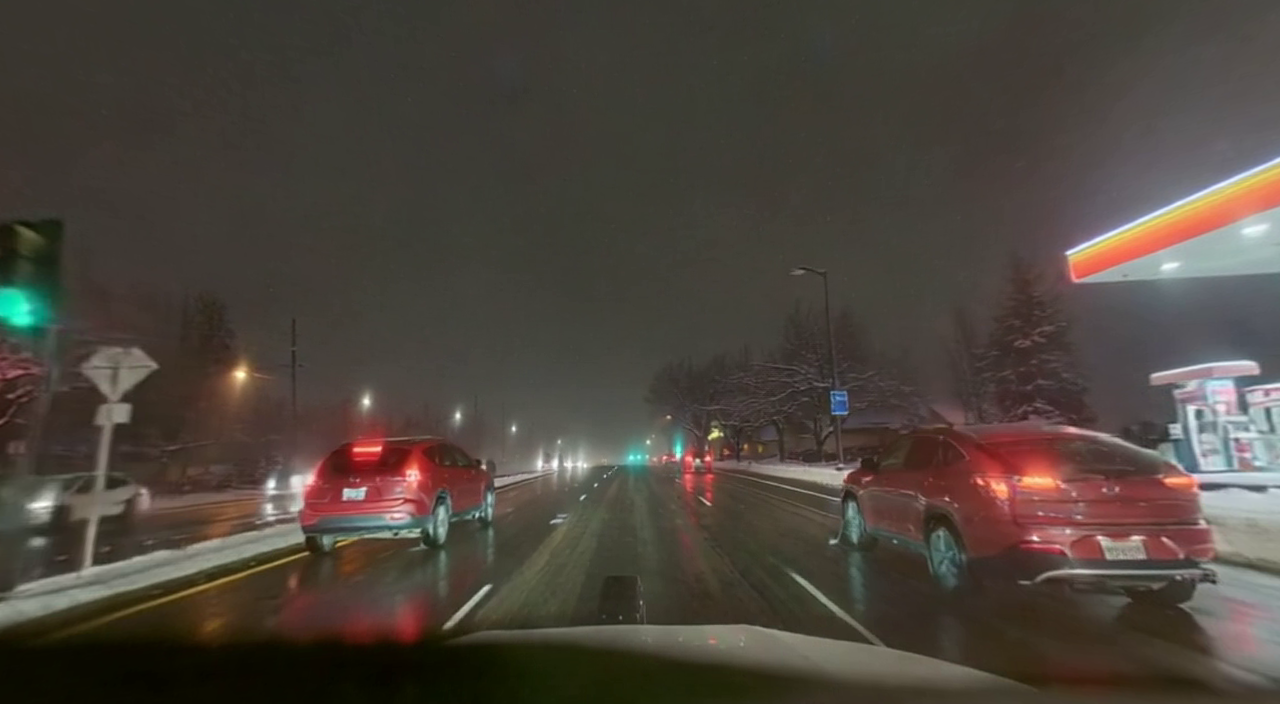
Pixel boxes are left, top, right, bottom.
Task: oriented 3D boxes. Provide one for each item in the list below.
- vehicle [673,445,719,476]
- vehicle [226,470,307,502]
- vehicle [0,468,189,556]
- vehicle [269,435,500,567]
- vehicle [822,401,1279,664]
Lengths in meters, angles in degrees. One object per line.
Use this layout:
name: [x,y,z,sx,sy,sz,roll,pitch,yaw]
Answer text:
vehicle: [3.240,6.366,37.256,2.066,1.699,4.419,0,-9,-3]
vehicle: [-21.283,7.650,36.269,1.852,1.484,4.507,0,-8,1]
vehicle: [-14.436,3.871,15.971,2.014,1.616,5.527,0,-8,-1]
vehicle: [-3.639,2.162,9.954,1.935,1.617,4.045,0,-8,0]
vehicle: [3.564,1.476,6.322,2.085,1.655,4.459,0,-8,-1]
